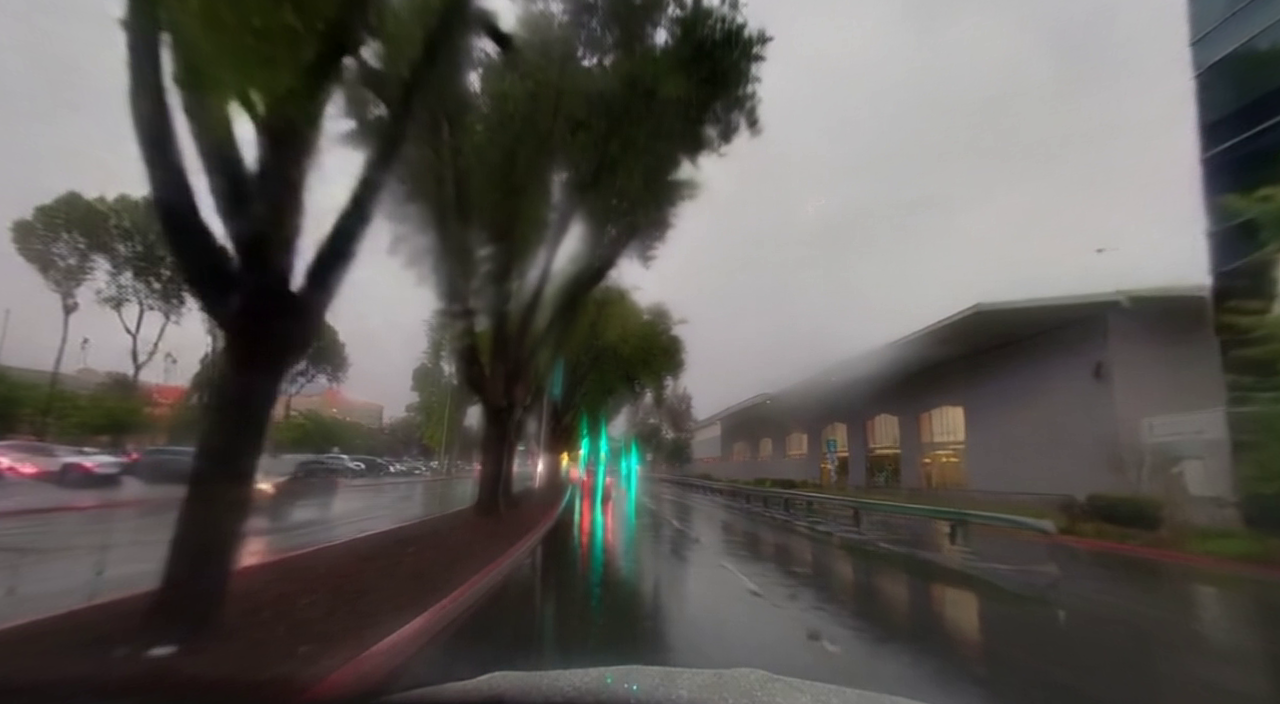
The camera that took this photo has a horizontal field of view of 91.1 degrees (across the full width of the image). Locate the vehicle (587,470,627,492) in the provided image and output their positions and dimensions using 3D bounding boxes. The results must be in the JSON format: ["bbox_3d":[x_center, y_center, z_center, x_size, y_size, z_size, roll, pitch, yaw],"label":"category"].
[{"bbox_3d":[-1.981,7.615,37.210,1.775,1.186,2.933,3,-11,-14],"label":"vehicle"}]

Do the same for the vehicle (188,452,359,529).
[{"bbox_3d":[-8.258,3.154,14.652,1.916,1.516,3.970,2,-11,-7],"label":"vehicle"}]
